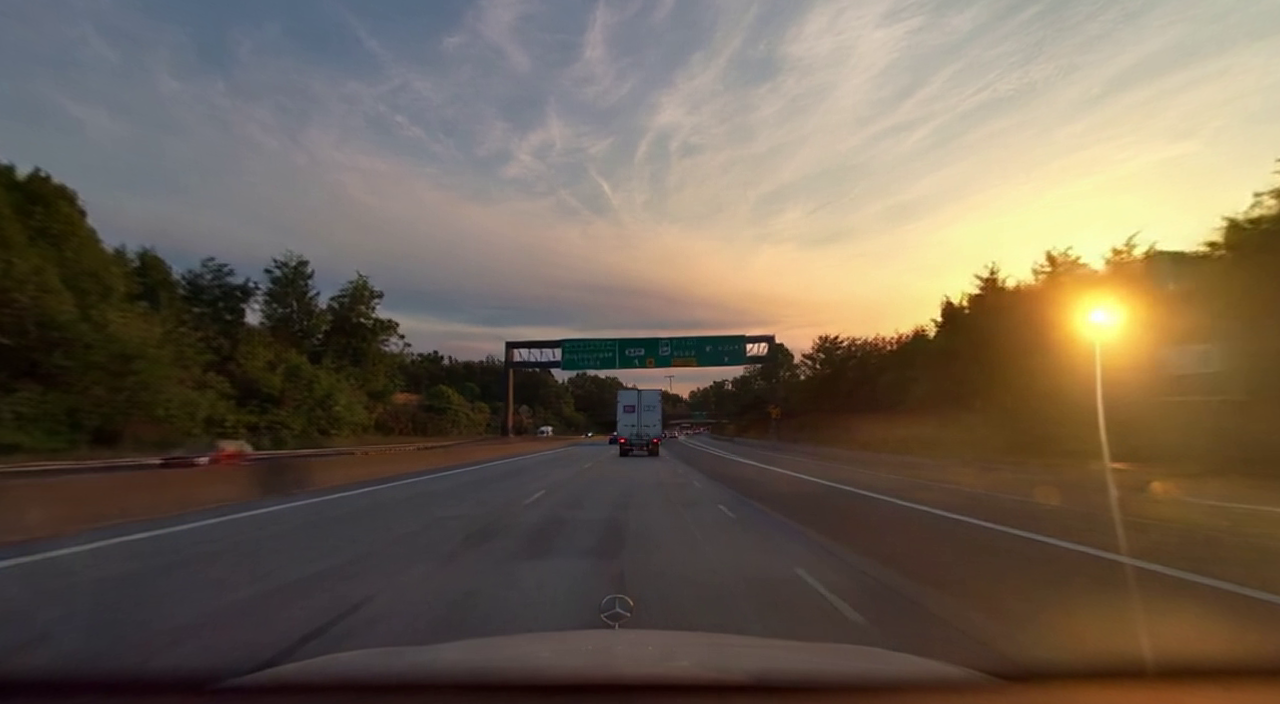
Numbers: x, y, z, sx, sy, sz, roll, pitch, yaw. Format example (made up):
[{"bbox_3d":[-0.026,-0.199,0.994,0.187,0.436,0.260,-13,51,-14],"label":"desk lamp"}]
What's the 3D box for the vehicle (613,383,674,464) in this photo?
[{"bbox_3d":[0.072,3.923,33.809,2.855,3.741,8.587,0,-8,-1],"label":"vehicle"}]
